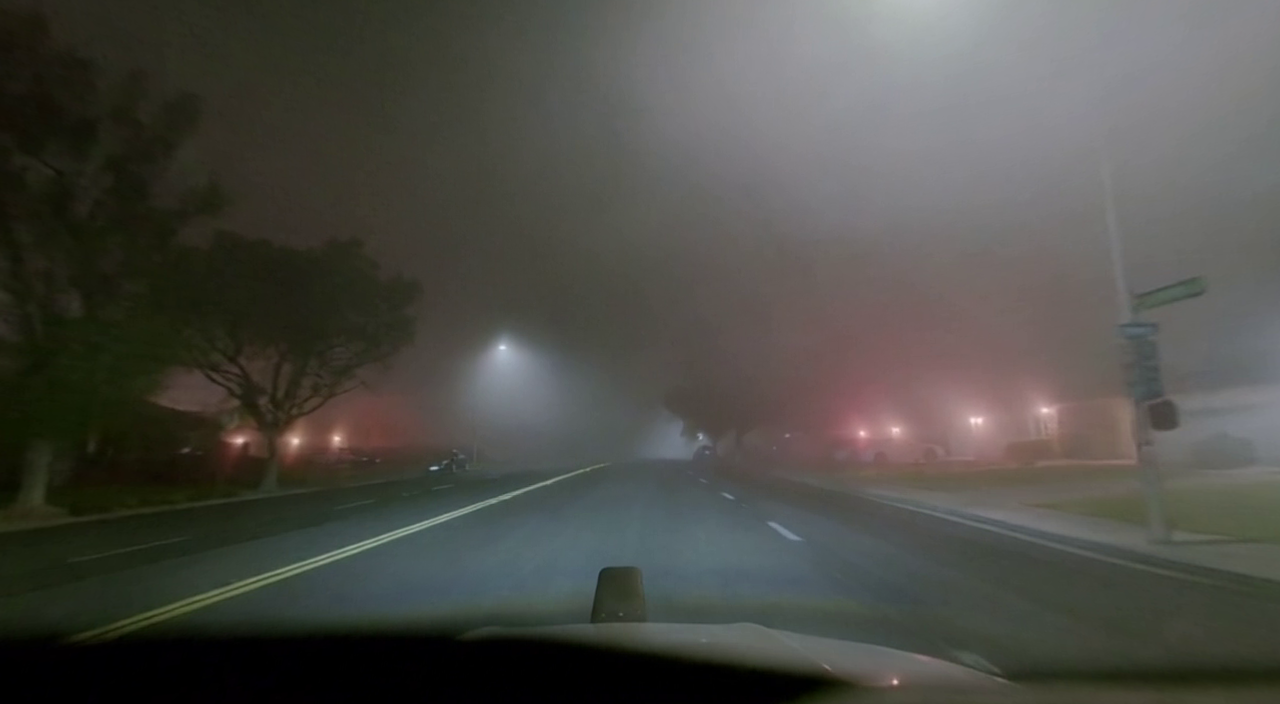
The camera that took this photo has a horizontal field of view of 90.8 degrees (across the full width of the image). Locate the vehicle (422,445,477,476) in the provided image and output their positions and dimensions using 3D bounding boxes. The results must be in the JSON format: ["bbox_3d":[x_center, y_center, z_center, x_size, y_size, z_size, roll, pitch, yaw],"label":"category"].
[{"bbox_3d":[-11.331,6.508,37.883,2.020,1.691,4.308,-2,-10,-2],"label":"vehicle"}]

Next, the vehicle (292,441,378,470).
[{"bbox_3d":[-21.070,7.163,43.782,4.830,1.857,2.183,-1,-9,2],"label":"vehicle"}]

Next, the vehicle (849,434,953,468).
[{"bbox_3d":[14.169,5.423,34.527,4.775,1.524,1.983,-4,-9,3],"label":"vehicle"}]
